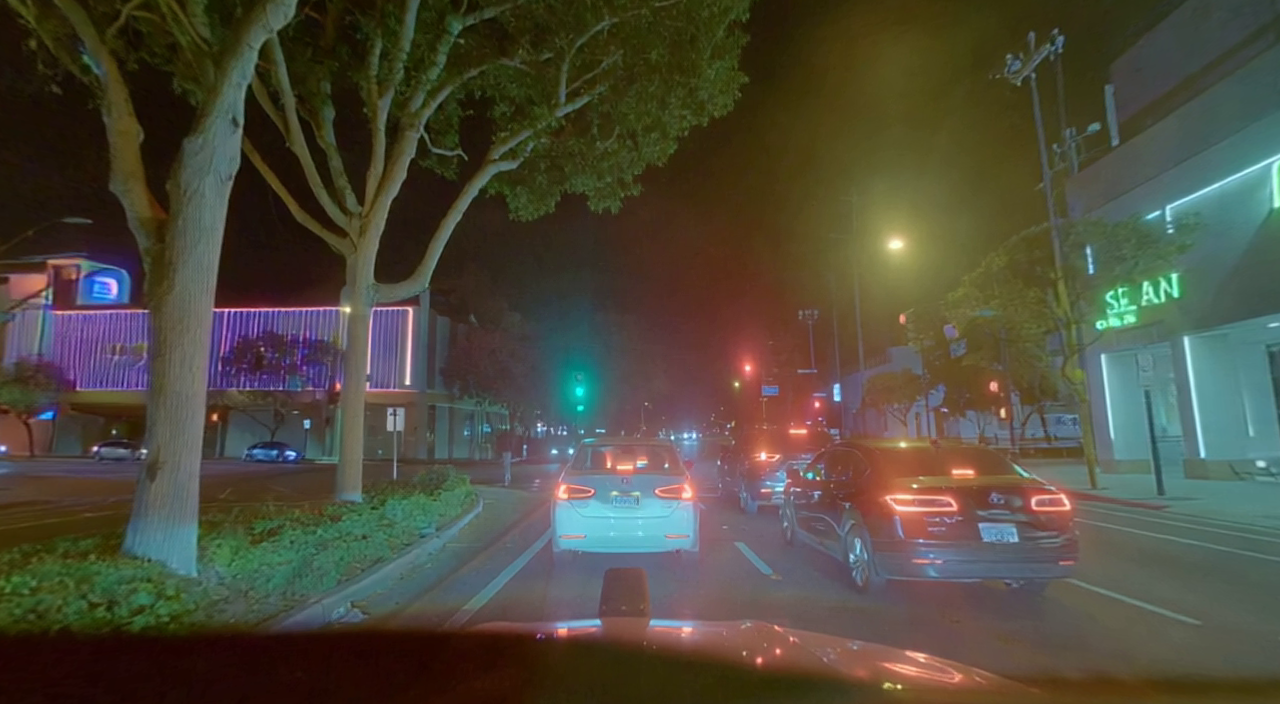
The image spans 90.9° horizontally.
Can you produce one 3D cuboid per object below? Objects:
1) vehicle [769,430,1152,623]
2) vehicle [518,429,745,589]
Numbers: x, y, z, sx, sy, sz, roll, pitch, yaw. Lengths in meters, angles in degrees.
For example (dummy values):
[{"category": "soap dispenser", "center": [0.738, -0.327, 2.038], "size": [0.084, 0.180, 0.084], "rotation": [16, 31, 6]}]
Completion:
[{"category": "vehicle", "center": [2.906, 1.650, 7.010], "size": [1.893, 1.446, 4.270], "rotation": [0, -8, -2]}, {"category": "vehicle", "center": [-0.090, 1.756, 7.940], "size": [2.087, 1.456, 4.143], "rotation": [0, -8, 0]}]
